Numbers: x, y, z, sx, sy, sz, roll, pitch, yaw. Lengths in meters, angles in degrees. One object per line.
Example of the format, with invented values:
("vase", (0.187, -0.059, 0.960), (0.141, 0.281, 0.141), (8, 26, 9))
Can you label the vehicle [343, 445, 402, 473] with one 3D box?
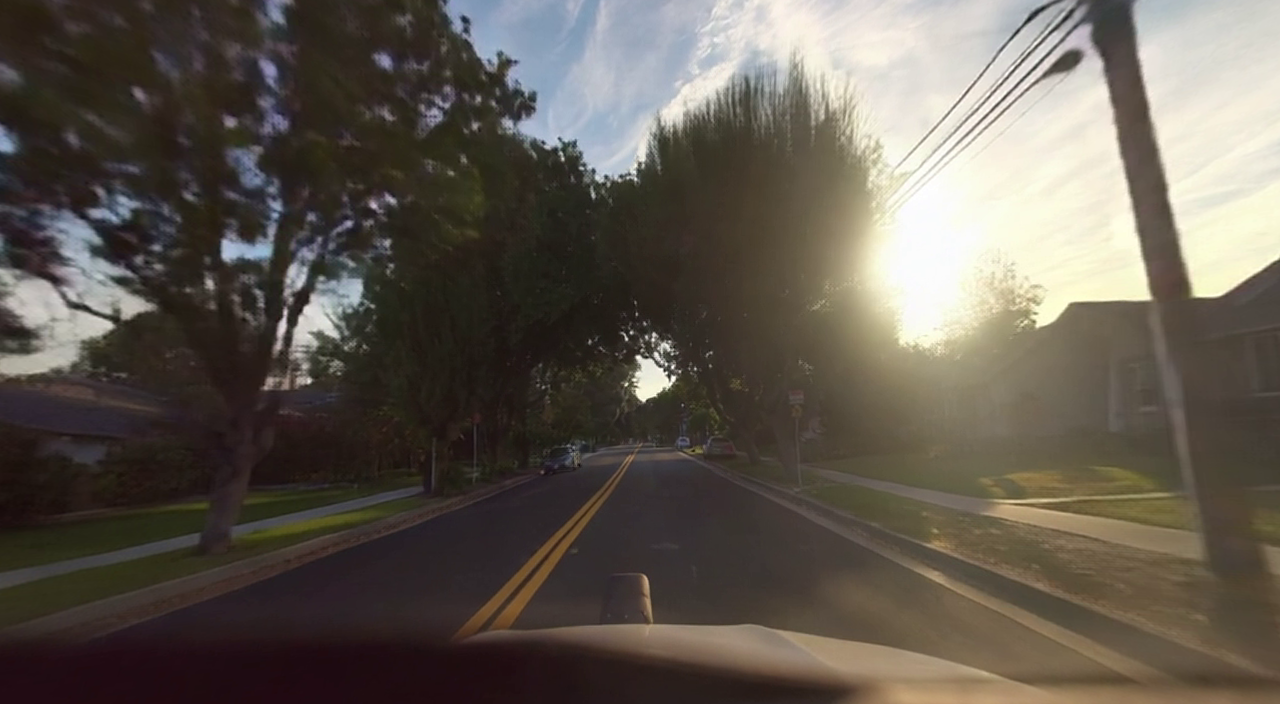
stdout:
("vehicle", (-17.225, 6.877, 40.812), (1.903, 1.500, 4.214), (-3, -7, 1))

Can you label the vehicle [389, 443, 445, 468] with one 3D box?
("vehicle", (-14.353, 6.665, 40.771), (1.830, 1.495, 4.641), (0, -9, 1))
